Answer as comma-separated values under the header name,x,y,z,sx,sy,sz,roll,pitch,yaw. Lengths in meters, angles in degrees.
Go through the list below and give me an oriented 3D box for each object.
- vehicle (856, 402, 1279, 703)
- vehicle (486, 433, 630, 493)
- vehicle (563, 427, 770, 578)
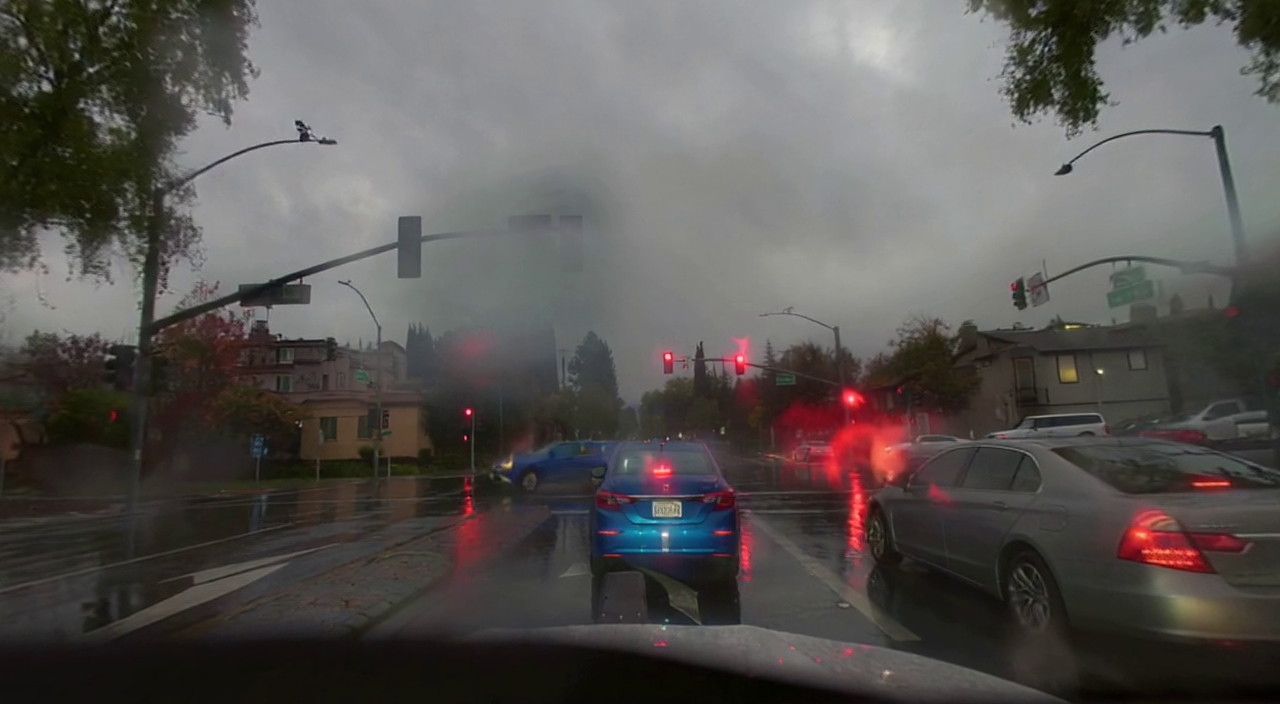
name,x,y,z,sx,sy,sz,roll,pitch,yaw
vehicle,3.659,1.338,5.444,1.888,1.486,4.681,0,-9,-1
vehicle,-2.567,3.593,20.846,1.996,1.705,4.577,-7,-11,39
vehicle,0.303,1.816,8.335,2.090,1.505,3.756,-1,-9,1
